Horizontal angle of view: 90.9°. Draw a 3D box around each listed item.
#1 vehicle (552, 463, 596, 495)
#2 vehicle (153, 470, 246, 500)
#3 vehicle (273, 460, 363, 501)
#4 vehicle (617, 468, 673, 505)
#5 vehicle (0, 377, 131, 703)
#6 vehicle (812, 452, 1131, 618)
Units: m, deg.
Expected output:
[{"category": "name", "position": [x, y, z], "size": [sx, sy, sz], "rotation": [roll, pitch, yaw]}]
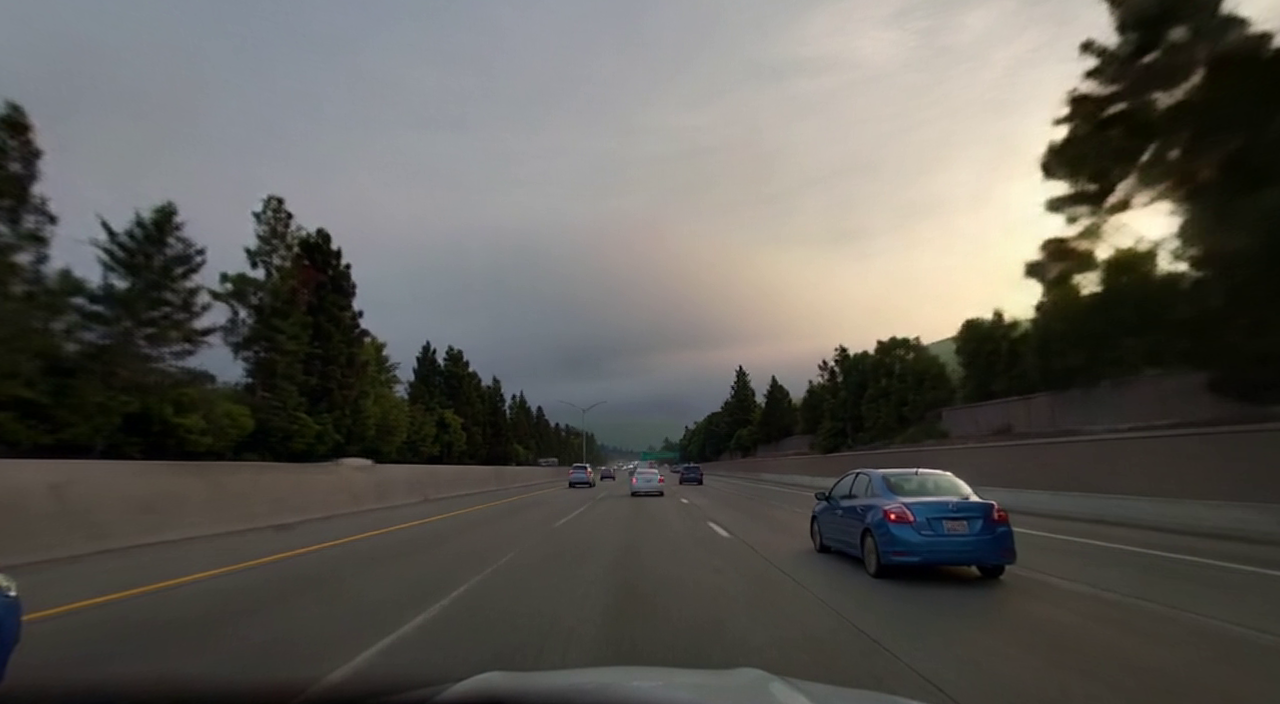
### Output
[{"category": "vehicle", "position": [-3.775, 7.358, 36.628], "size": [2.021, 1.706, 4.247], "rotation": [1, -10, 1]}, {"category": "vehicle", "position": [-23.159, 6.995, 33.339], "size": [1.760, 1.441, 4.193], "rotation": [1, -10, 1]}, {"category": "vehicle", "position": [-15.618, 6.254, 30.824], "size": [2.045, 1.793, 4.254], "rotation": [1, -10, 0]}, {"category": "vehicle", "position": [0.209, 5.774, 27.356], "size": [2.241, 1.425, 3.973], "rotation": [1, -10, 0]}, {"category": "vehicle", "position": [-3.960, 0.659, 1.372], "size": [1.999, 1.659, 4.340], "rotation": [1, -10, 0]}, {"category": "vehicle", "position": [3.747, 2.132, 8.077], "size": [1.938, 1.561, 3.786], "rotation": [1, -10, -1]}]
